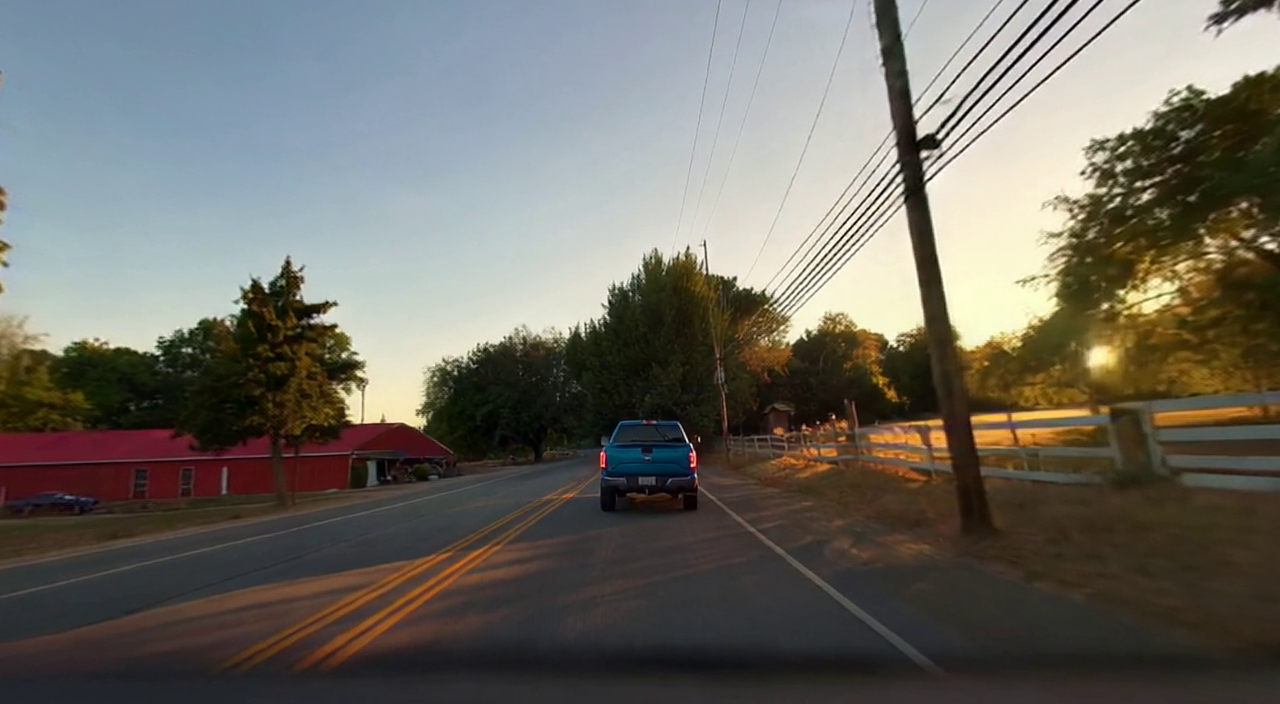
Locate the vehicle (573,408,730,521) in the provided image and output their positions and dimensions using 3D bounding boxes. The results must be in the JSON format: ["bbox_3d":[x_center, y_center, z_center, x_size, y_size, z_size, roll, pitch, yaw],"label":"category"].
[{"bbox_3d":[0.184,2.412,14.149,2.693,1.941,6.356,0,-8,0],"label":"vehicle"}]
